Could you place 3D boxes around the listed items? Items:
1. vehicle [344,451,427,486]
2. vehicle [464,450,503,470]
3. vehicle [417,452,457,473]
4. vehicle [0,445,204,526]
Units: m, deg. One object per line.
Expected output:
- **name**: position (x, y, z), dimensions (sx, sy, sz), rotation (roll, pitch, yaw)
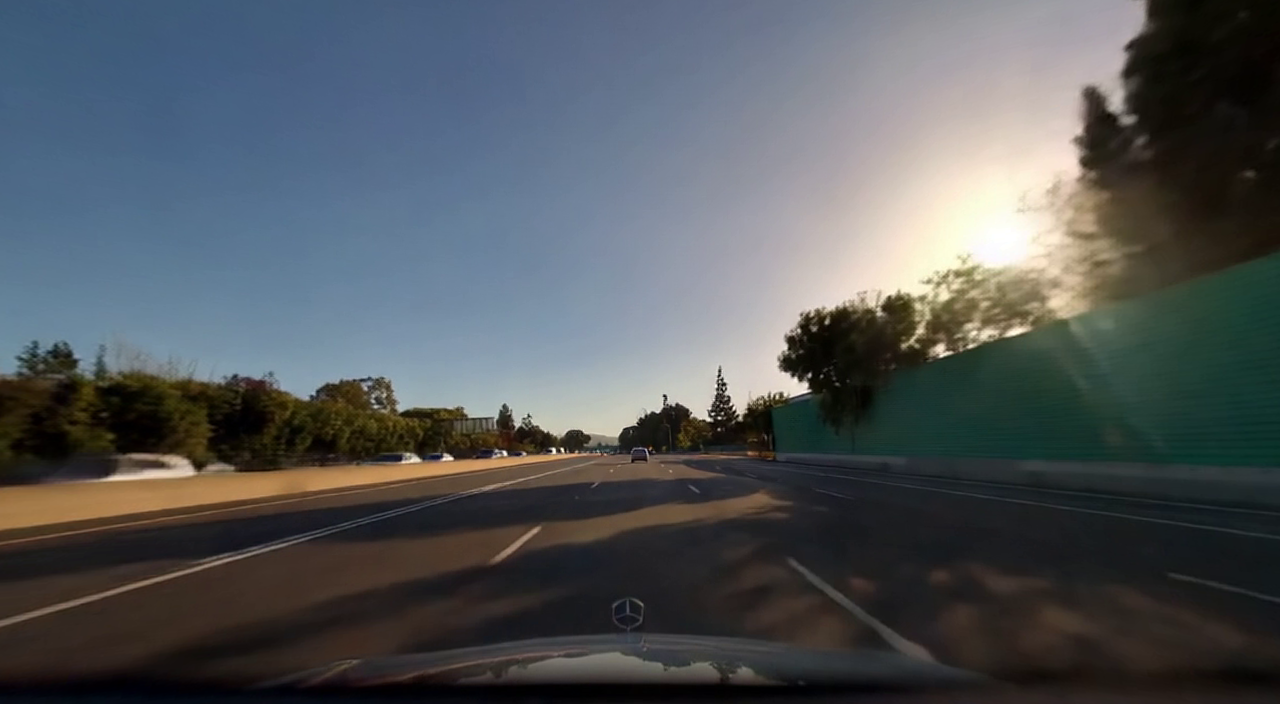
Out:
- **vehicle**: position (-11.232, 5.153, 28.127), dimensions (1.902, 1.426, 4.345), rotation (0, -9, 0)
- **vehicle**: position (-11.791, 8.159, 47.771), dimensions (1.852, 1.455, 4.006), rotation (0, -9, 1)
- **vehicle**: position (-15.990, 8.676, 49.753), dimensions (1.812, 1.528, 3.947), rotation (0, -9, 0)
- **vehicle**: position (-12.072, 2.853, 13.990), dimensions (1.863, 1.492, 4.026), rotation (0, -9, 0)
